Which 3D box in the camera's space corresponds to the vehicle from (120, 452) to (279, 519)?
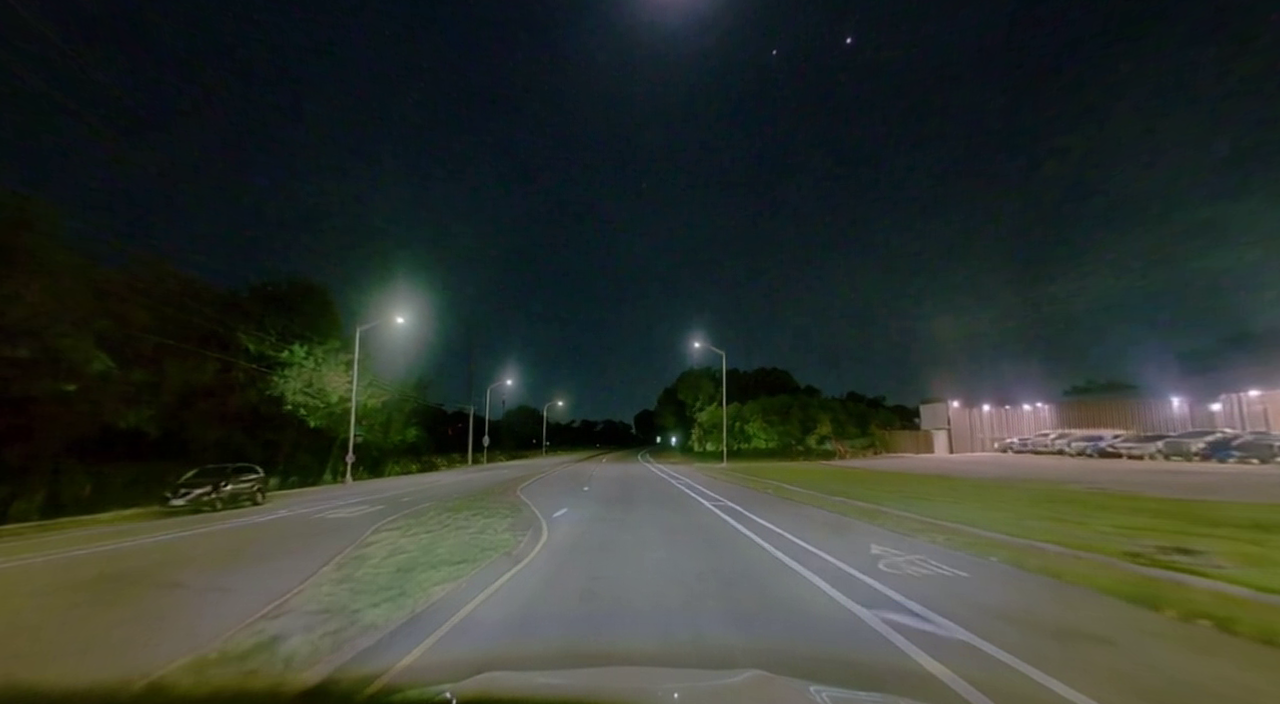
[{"bbox_3d":[-13.076,3.944,19.093,1.952,1.632,4.200,-5,-9,-2],"label":"vehicle"}]
